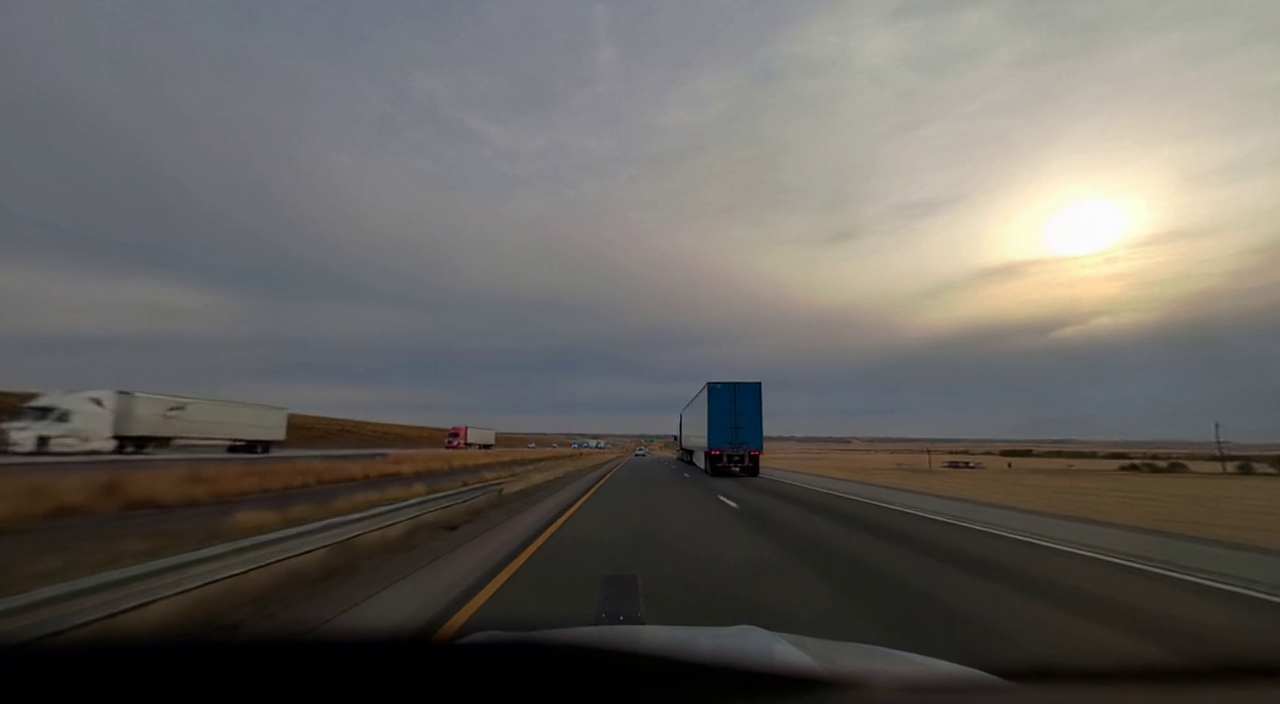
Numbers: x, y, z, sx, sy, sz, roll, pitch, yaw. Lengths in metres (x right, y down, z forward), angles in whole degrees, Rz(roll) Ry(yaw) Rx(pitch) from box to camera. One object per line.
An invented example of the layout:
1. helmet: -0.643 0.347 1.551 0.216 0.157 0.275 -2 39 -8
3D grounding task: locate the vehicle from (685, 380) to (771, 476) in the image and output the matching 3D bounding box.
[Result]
1. vehicle: 4.285 4.300 34.060 2.818 4.206 12.987 0 -9 0

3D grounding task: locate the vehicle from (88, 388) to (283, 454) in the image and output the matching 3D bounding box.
1. vehicle: -33.278 5.571 47.824 2.915 4.150 15.939 0 -9 0

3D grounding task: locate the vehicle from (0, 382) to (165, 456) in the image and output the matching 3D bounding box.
1. vehicle: -33.324 4.191 37.521 2.961 3.871 8.954 0 -9 -1
